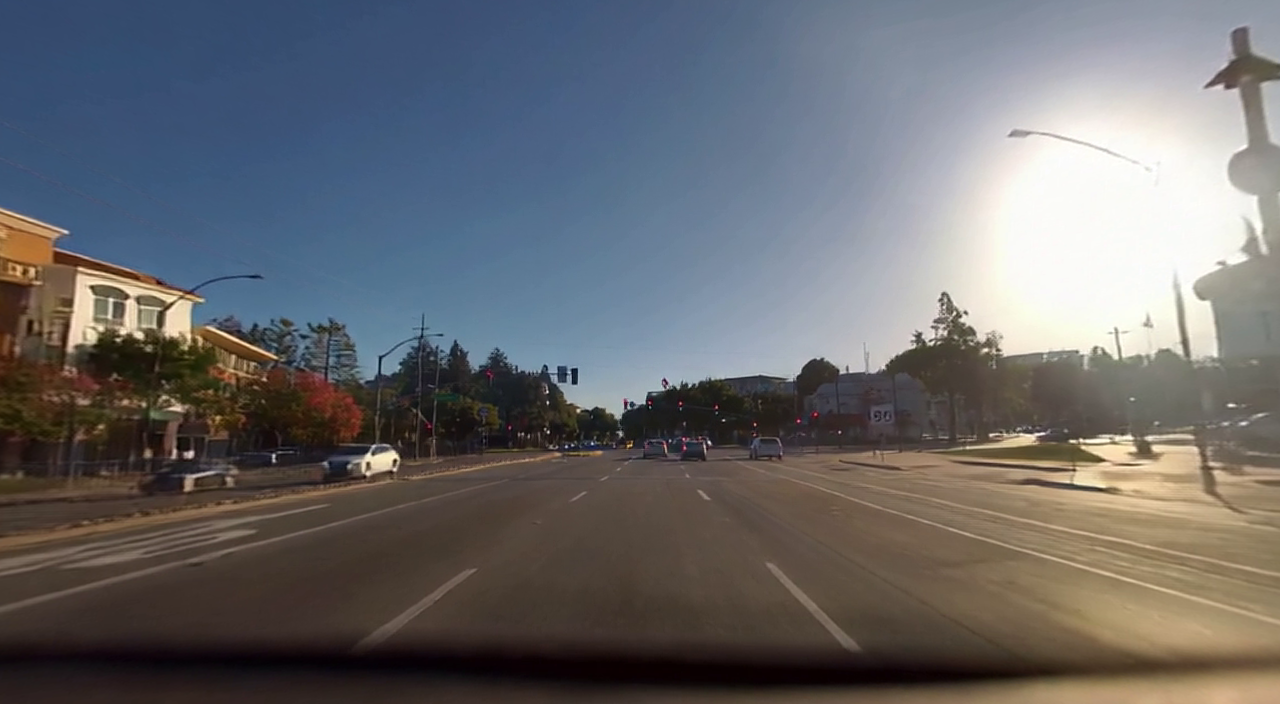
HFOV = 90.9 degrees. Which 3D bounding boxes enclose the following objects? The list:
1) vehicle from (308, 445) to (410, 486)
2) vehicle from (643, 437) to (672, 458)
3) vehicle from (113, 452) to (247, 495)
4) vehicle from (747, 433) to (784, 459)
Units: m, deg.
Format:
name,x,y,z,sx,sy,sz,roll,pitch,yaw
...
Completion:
name,x,y,z,sx,sy,sz,roll,pitch,yaw
vehicle,-11.200,4.538,25.555,1.943,1.463,4.707,0,-9,1
vehicle,1.301,7.201,47.445,2.099,1.516,4.681,0,-9,2
vehicle,-18.325,4.834,25.451,1.939,1.500,4.547,0,-9,1
vehicle,9.578,7.218,48.484,2.132,1.892,4.851,-1,-8,3
